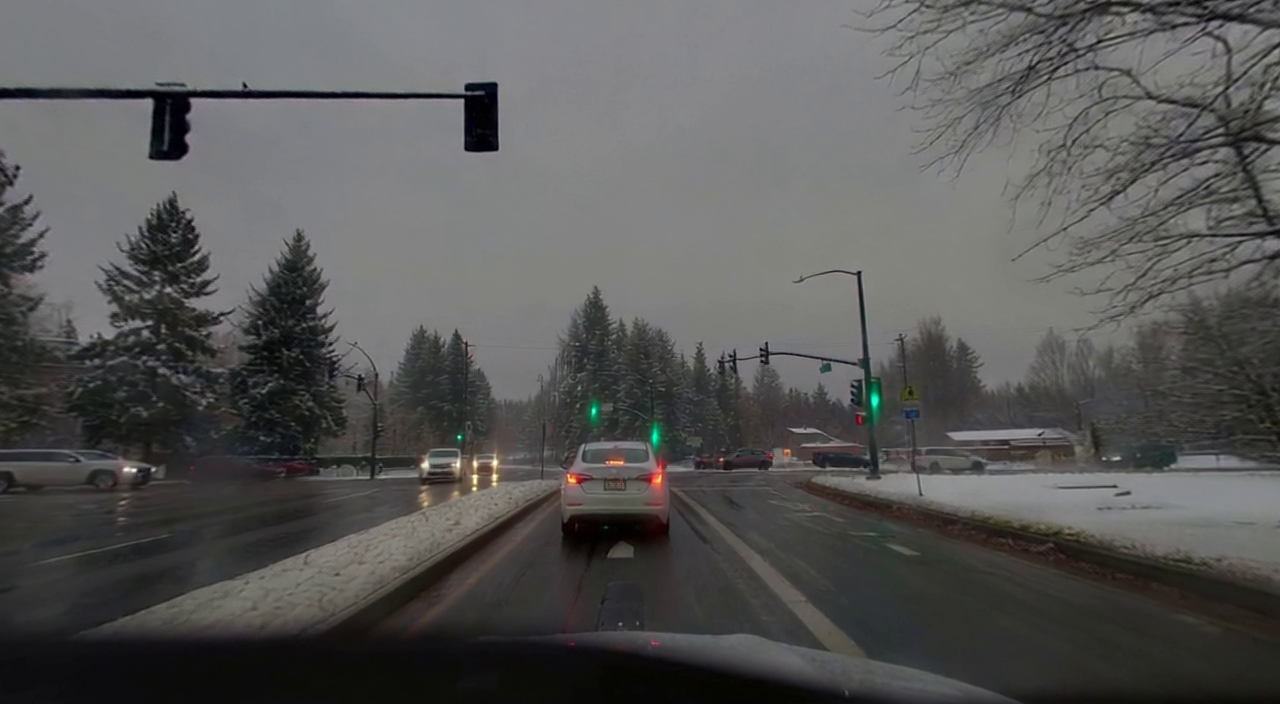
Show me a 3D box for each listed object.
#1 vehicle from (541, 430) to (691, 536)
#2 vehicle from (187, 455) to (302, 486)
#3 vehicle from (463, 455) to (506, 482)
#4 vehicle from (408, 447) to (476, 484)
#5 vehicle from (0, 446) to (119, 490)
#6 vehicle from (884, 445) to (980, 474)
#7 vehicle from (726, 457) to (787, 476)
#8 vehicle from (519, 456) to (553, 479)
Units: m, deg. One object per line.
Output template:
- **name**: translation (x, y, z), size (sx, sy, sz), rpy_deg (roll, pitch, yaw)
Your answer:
- **vehicle**: translation (-0.367, 2.174, 11.103), size (2.112, 1.479, 4.264), rpy_deg (0, -9, -1)
- **vehicle**: translation (-20.045, 6.023, 32.206), size (4.548, 1.449, 1.802), rpy_deg (2, -9, -13)
- **vehicle**: translation (-10.104, 7.591, 41.390), size (2.078, 1.534, 4.646), rpy_deg (1, -9, -5)
- **vehicle**: translation (-8.506, 4.890, 27.528), size (2.073, 1.459, 4.495), rpy_deg (1, -9, -8)
- **vehicle**: translation (-25.745, 4.923, 26.955), size (4.877, 1.754, 1.978), rpy_deg (2, -9, -13)
- **vehicle**: translation (15.627, 5.715, 33.829), size (4.601, 1.485, 1.929), rpy_deg (3, -9, -21)
- **vehicle**: translation (9.090, 8.975, 49.532), size (4.254, 1.359, 1.895), rpy_deg (2, -9, -15)
- **vehicle**: translation (-7.408, 8.257, 45.310), size (2.077, 1.449, 4.838), rpy_deg (1, -9, -6)
